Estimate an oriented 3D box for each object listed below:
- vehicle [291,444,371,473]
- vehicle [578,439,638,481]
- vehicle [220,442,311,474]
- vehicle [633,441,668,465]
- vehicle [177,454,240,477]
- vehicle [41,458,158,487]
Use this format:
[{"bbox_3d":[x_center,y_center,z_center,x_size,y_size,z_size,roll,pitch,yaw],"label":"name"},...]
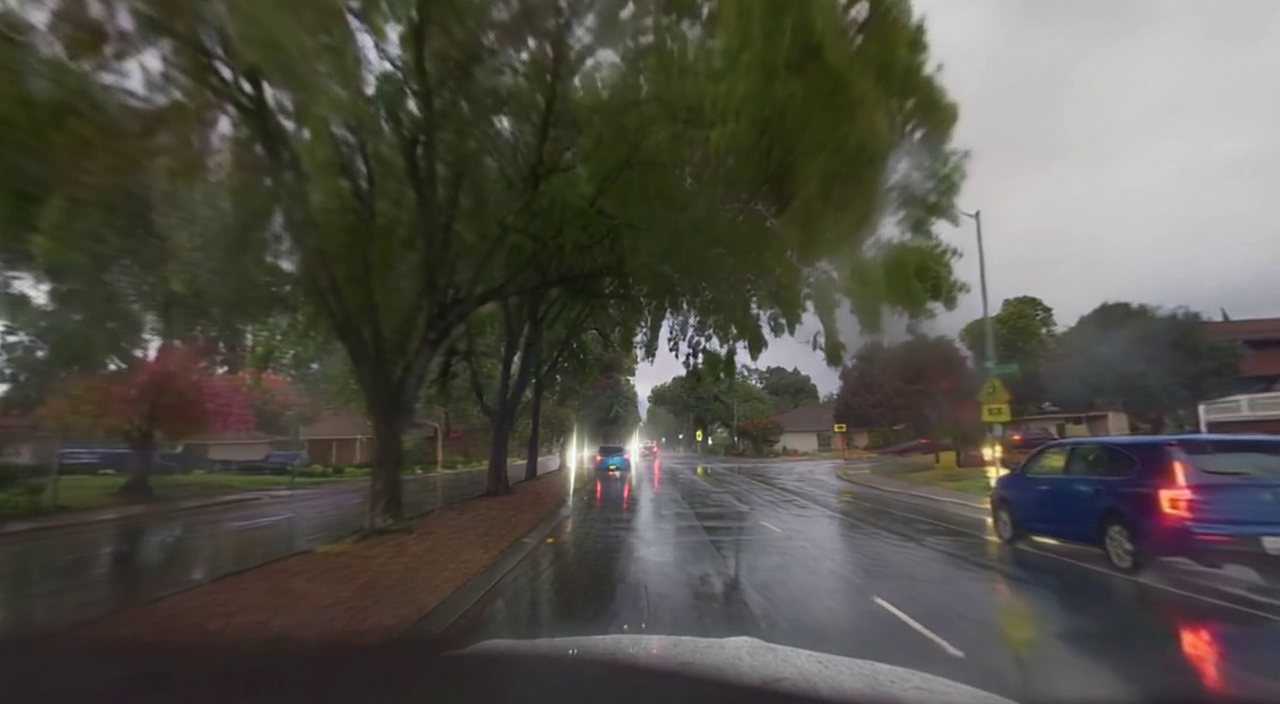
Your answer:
[{"bbox_3d":[-22.375,7.729,45.995,2.173,1.849,5.752,-5,-9,11],"label":"vehicle"},{"bbox_3d":[-1.258,4.239,25.138,2.158,1.469,4.909,0,-8,-3],"label":"vehicle"},{"bbox_3d":[-27.790,7.867,47.099,2.161,2.233,5.937,-3,-9,14],"label":"vehicle"},{"bbox_3d":[0.667,6.709,42.168,2.226,1.505,4.128,0,-8,0],"label":"vehicle"},{"bbox_3d":[-33.107,8.683,48.450,1.774,1.484,3.684,-5,-8,14],"label":"vehicle"},{"bbox_3d":[-30.589,6.824,35.892,1.874,1.393,4.724,-2,-9,14],"label":"vehicle"}]
